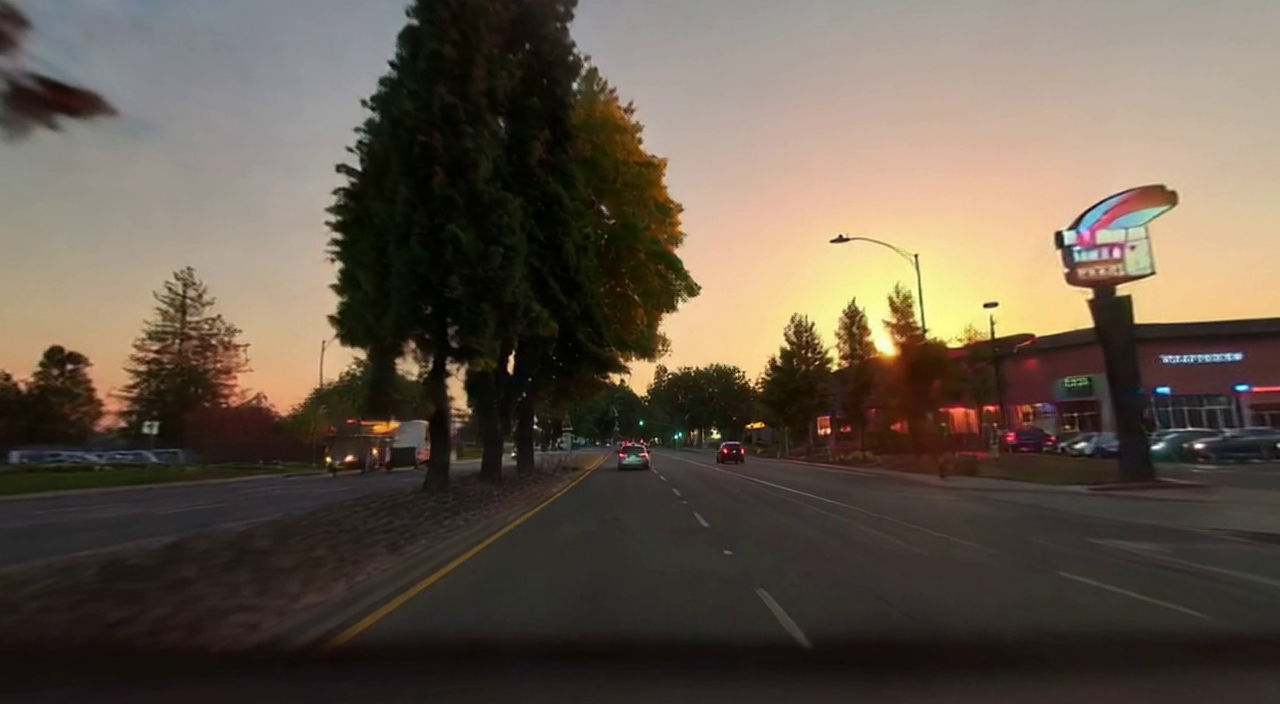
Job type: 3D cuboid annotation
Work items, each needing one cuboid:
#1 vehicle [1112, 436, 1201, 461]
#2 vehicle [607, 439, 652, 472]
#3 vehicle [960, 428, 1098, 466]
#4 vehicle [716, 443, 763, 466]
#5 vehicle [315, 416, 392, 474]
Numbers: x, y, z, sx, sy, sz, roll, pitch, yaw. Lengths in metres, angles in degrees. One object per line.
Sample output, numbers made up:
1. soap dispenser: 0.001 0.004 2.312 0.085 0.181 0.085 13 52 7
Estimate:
1. vehicle: 32.808 6.139 40.299 1.804 1.461 4.611 0 -8 1
2. vehicle: -0.608 5.203 32.062 2.072 1.545 4.578 0 -8 -3
3. vehicle: 21.090 5.169 34.442 5.909 1.970 2.365 0 -8 -1
4. vehicle: 6.548 6.802 42.092 2.075 1.475 4.571 0 -8 -3
5. vehicle: -19.698 6.416 43.727 2.986 3.786 4.453 0 -8 1
